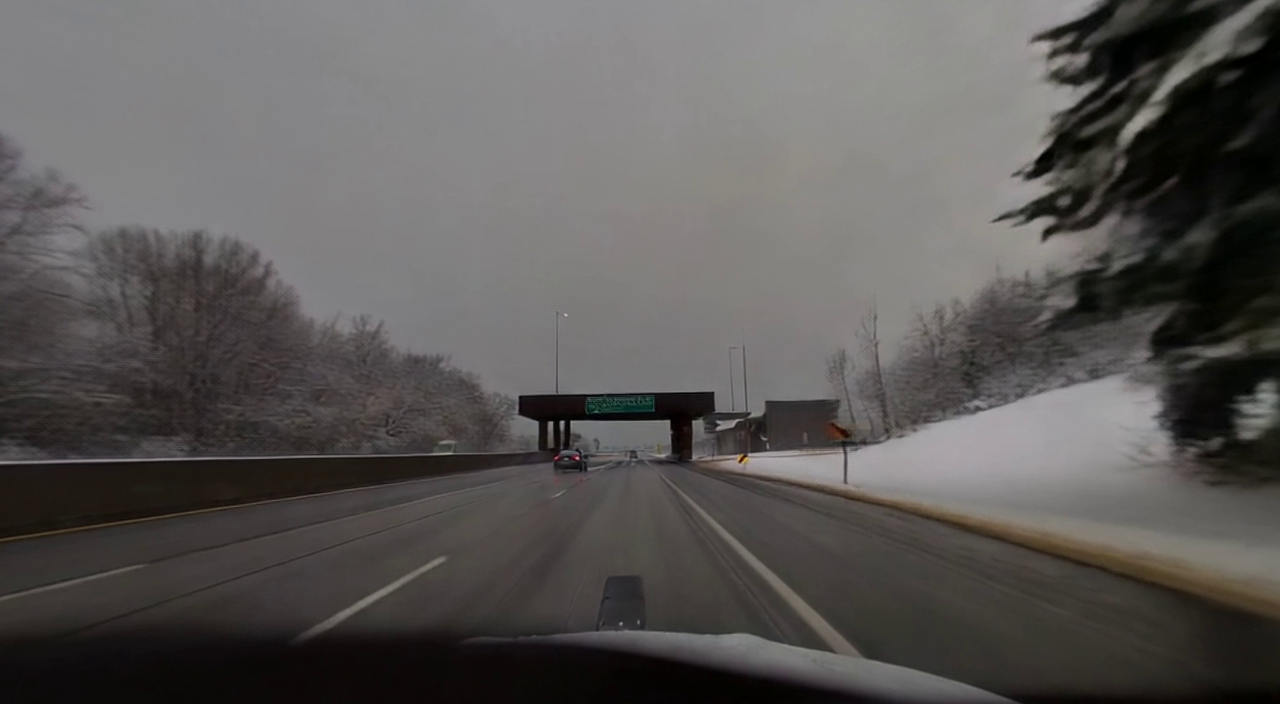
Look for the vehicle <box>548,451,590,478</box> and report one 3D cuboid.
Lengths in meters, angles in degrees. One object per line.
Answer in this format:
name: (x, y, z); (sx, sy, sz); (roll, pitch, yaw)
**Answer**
vehicle: (-4.109, 6.577, 37.114); (1.992, 1.504, 4.117); (0, -9, 0)
